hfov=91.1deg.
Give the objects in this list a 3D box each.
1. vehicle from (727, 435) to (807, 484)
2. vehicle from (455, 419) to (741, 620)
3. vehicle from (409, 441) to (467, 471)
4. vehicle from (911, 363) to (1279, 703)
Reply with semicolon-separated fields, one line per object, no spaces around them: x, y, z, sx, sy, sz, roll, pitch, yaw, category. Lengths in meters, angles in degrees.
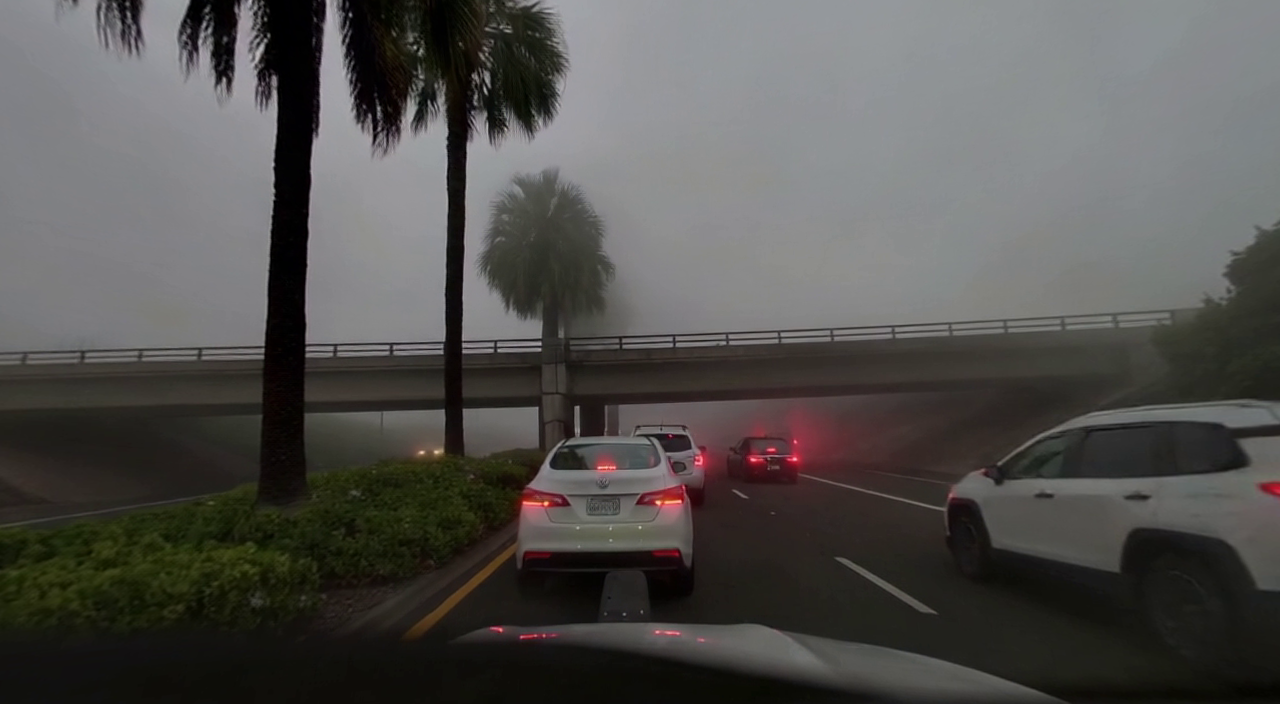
4.330;3.745;22.208;2.034;1.517;4.840;0;-9;3;vehicle
-0.268;1.575;6.856;2.172;1.506;4.018;0;-9;2;vehicle
-12.088;6.232;37.922;2.084;1.704;4.485;0;-9;-1;vehicle
4.082;1.123;4.622;2.149;1.609;4.807;0;-9;2;vehicle
